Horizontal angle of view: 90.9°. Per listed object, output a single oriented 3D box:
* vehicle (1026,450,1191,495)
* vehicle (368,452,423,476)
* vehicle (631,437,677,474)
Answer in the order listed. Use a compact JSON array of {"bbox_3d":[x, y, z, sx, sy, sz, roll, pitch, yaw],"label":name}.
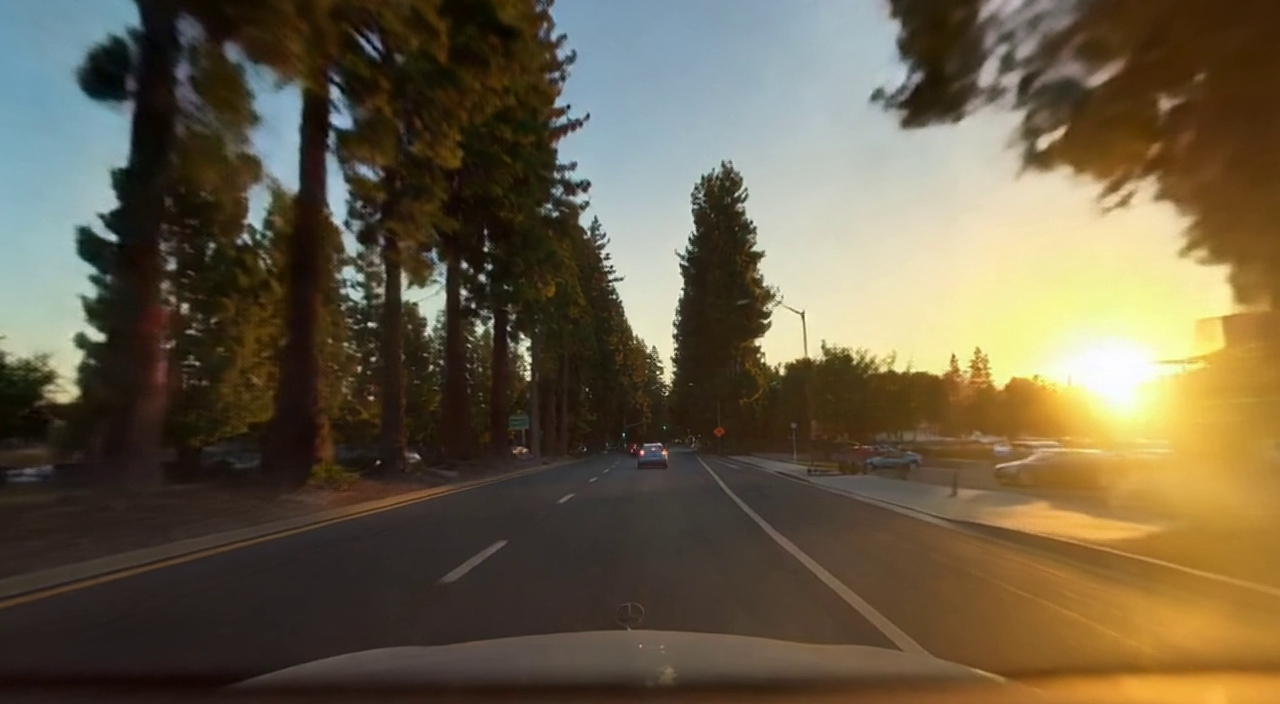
[{"bbox_3d":[15.409,3.971,20.907,3.913,1.384,1.893,0,-9,2],"label":"vehicle"},{"bbox_3d":[-16.223,7.410,42.019,1.895,1.513,4.362,0,-9,0],"label":"vehicle"},{"bbox_3d":[0.666,5.102,31.148,2.135,1.691,3.884,0,-9,1],"label":"vehicle"}]
